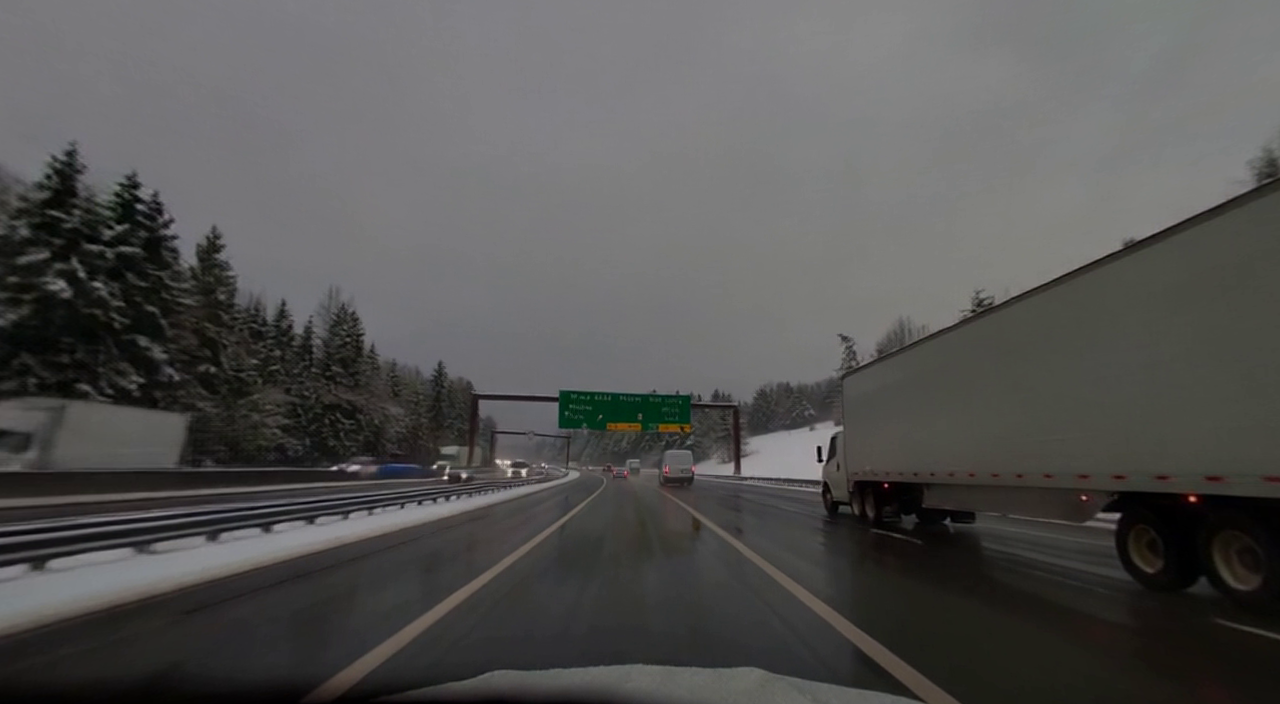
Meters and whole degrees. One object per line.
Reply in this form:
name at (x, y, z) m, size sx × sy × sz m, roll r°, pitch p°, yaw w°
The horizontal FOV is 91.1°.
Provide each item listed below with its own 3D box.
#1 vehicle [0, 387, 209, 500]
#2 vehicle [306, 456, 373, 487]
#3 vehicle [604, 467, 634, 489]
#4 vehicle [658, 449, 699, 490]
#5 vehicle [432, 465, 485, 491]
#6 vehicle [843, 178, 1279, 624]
vehicle at (-22.493, 3.795, 24.945) m, size 2.722 × 3.659 × 11.187 m, roll 1°, pitch -10°, yaw 0°
vehicle at (-18.223, 7.260, 38.295) m, size 1.935 × 1.757 × 4.412 m, roll 1°, pitch -10°, yaw -1°
vehicle at (-1.566, 9.362, 46.783) m, size 2.106 × 1.524 × 4.381 m, roll 1°, pitch -10°, yaw -1°
vehicle at (2.624, 8.308, 44.357) m, size 2.291 × 2.639 × 5.280 m, roll 1°, pitch -10°, yaw -3°
vehicle at (-10.754, 7.486, 37.525) m, size 1.934 × 1.439 × 4.241 m, roll 1°, pitch -10°, yaw 0°
vehicle at (7.382, 1.398, 10.955) m, size 2.866 × 4.102 × 14.351 m, roll 1°, pitch -10°, yaw 0°
